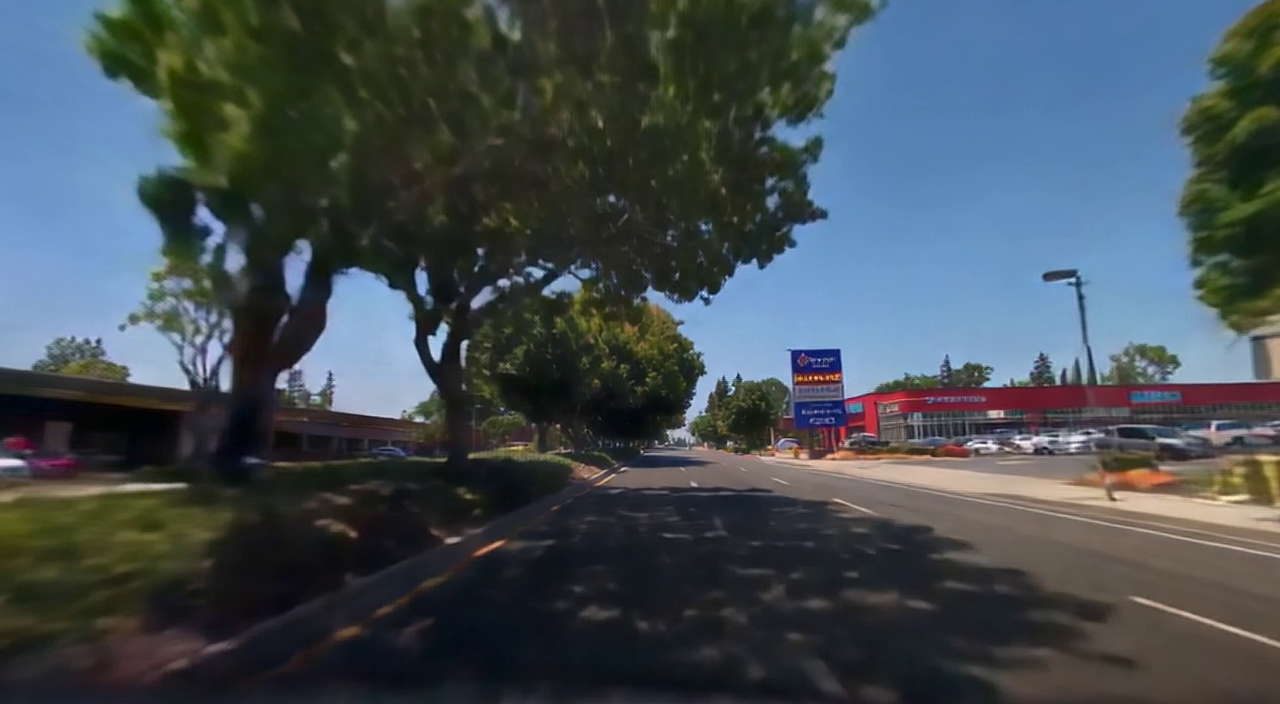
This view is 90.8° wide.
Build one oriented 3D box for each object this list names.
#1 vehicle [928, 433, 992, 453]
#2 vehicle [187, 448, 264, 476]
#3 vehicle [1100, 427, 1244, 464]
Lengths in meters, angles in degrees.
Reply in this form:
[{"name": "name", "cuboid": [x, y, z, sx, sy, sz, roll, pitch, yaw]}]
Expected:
[{"name": "vehicle", "cuboid": [22.731, 6.477, 44.998, 3.547, 1.360, 1.951, 0, -8, 3]}, {"name": "vehicle", "cuboid": [-24.469, 6.434, 37.257, 4.605, 1.509, 1.845, -5, -10, 31]}, {"name": "vehicle", "cuboid": [21.460, 3.792, 25.620, 4.095, 1.386, 1.784, 0, -8, 3]}]
